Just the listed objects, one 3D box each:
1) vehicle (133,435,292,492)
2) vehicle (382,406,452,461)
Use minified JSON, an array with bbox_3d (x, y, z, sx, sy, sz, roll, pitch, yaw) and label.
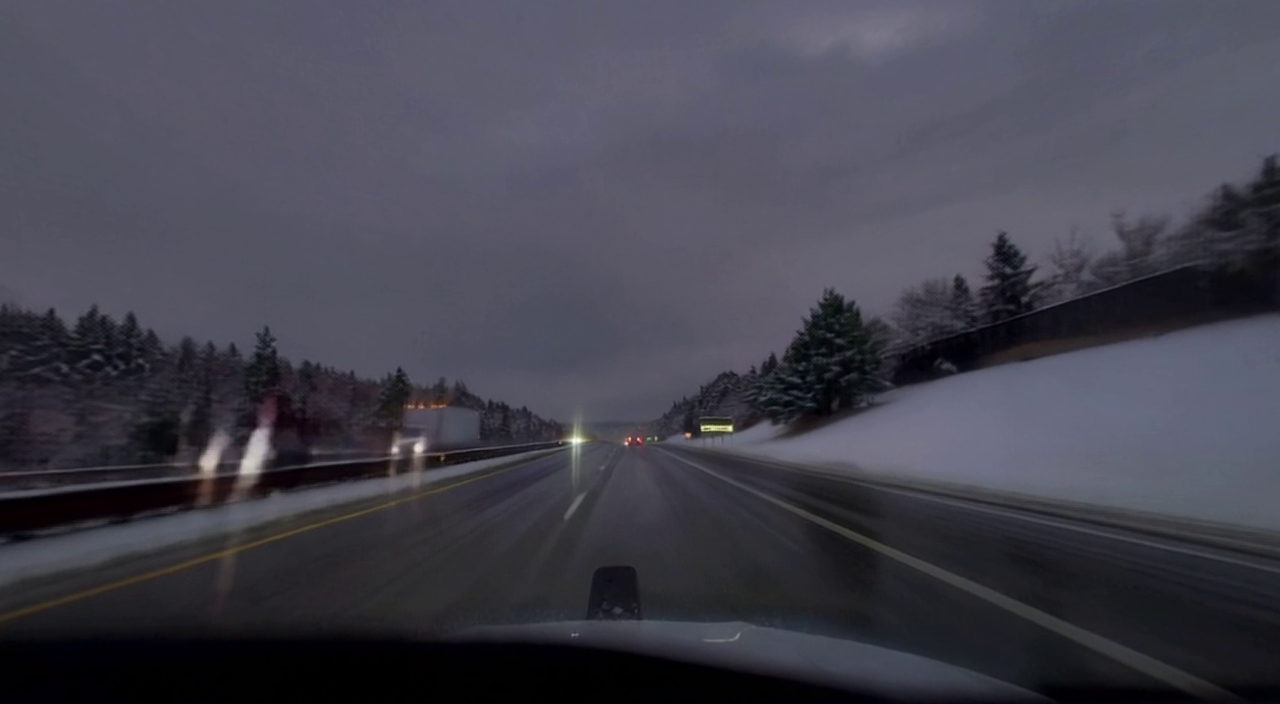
[{"bbox_3d":[-12.046,3.120,18.141,1.934,1.441,3.930,0,-8,-3],"label":"vehicle"},{"bbox_3d":[-17.024,6.304,48.681,3.068,3.877,6.541,0,-8,-1],"label":"vehicle"}]
